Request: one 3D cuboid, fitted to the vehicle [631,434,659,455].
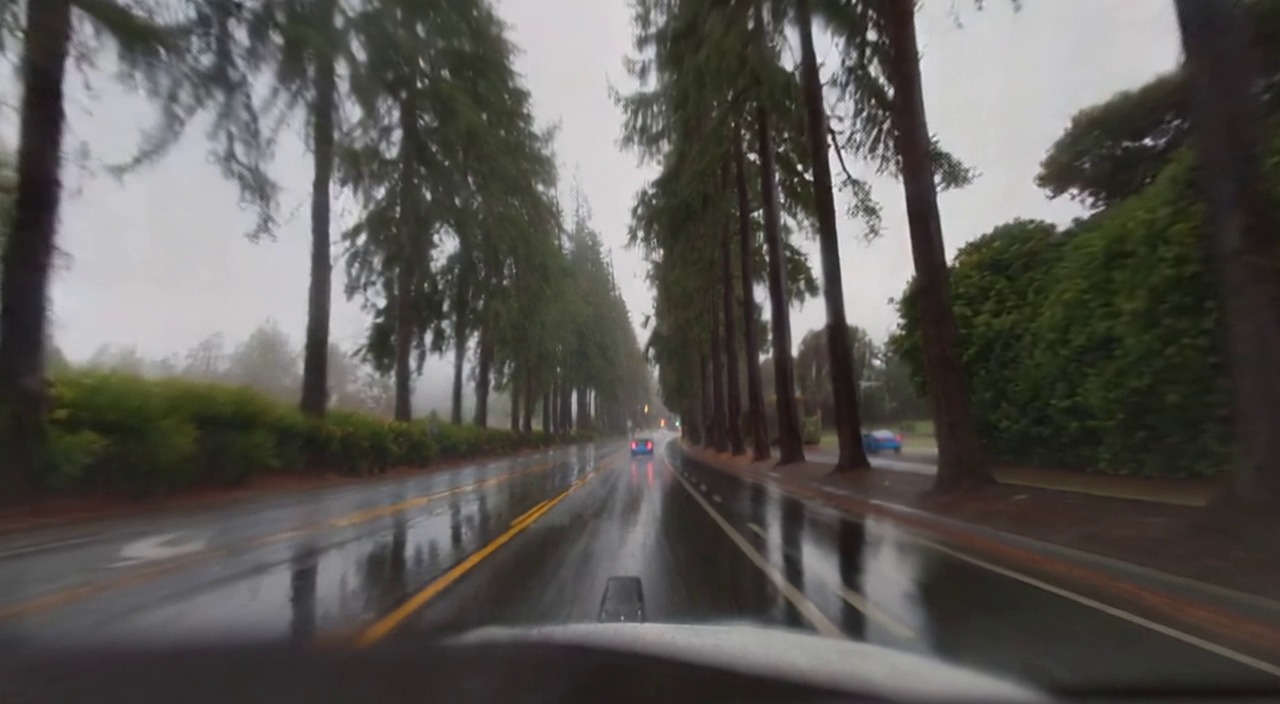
[{"bbox_3d":[0.420,7.018,47.759,2.067,1.486,3.861,0,-9,1],"label":"vehicle"}]

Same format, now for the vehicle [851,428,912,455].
[{"bbox_3d":[13.938,5.188,36.736,1.762,1.479,4.546,0,-8,1],"label":"vehicle"}]
